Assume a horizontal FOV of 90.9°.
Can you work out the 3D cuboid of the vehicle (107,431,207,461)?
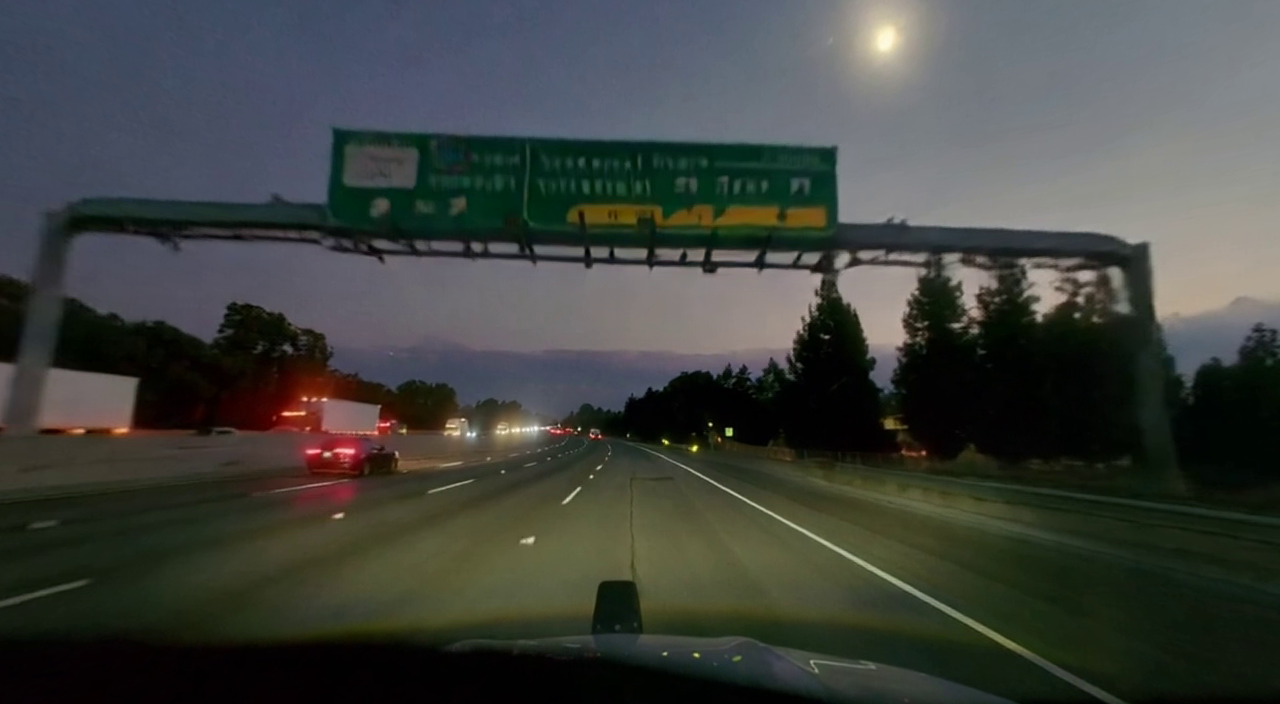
[{"bbox_3d":[-25.310,4.924,33.277,1.913,1.419,4.406,0,-8,-3],"label":"vehicle"}]

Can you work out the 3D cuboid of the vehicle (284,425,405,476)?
[{"bbox_3d":[-10.730,3.602,23.418,2.197,1.654,4.823,0,-8,-1],"label":"vehicle"}]

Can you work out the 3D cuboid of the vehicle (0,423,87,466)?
[{"bbox_3d":[-25.030,3.712,25.506,1.822,1.593,3.922,0,-8,-2],"label":"vehicle"}]

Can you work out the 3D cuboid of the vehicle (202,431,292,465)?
[{"bbox_3d":[-17.860,4.353,28.844,1.833,1.439,3.471,0,-8,0],"label":"vehicle"}]

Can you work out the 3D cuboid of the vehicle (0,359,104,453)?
[{"bbox_3d":[-29.372,2.290,27.060,2.780,4.092,11.598,0,-7,-1],"label":"vehicle"}]
